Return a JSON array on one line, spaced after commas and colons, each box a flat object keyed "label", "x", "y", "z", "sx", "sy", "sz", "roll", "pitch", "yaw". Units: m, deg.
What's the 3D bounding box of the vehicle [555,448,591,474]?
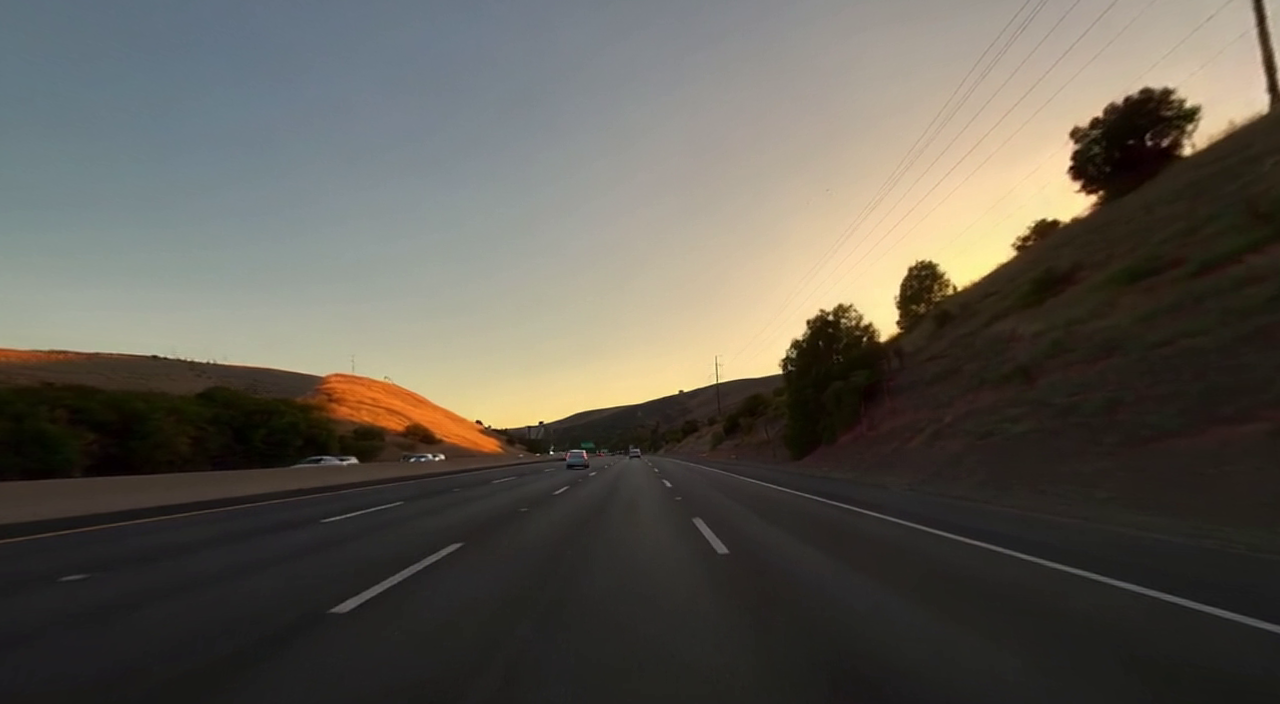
[{"label": "vehicle", "x": -4.246, "y": 6.970, "z": 40.570, "sx": 1.924, "sy": 1.511, "sz": 4.079, "roll": 0, "pitch": -9, "yaw": 0}]

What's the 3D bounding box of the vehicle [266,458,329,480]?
[{"label": "vehicle", "x": -25.750, "y": 8.786, "z": 47.658, "sx": 2.040, "sy": 1.498, "sz": 4.714, "roll": -1, "pitch": -9, "yaw": 1}]
